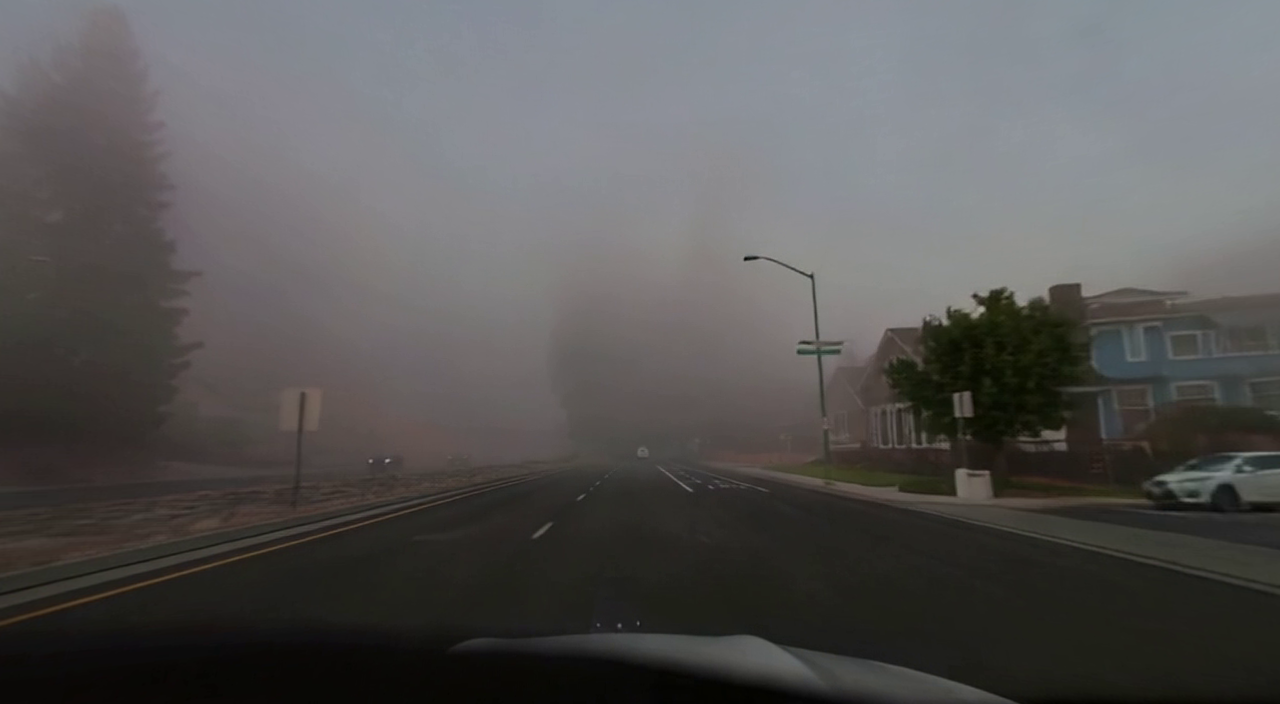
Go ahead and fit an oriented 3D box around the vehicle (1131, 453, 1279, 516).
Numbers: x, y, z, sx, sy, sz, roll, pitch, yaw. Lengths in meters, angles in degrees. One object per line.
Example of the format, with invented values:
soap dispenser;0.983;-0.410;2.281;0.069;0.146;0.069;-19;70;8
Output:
vehicle;16.021;3.369;16.337;4.913;1.470;2.045;0;-9;0
